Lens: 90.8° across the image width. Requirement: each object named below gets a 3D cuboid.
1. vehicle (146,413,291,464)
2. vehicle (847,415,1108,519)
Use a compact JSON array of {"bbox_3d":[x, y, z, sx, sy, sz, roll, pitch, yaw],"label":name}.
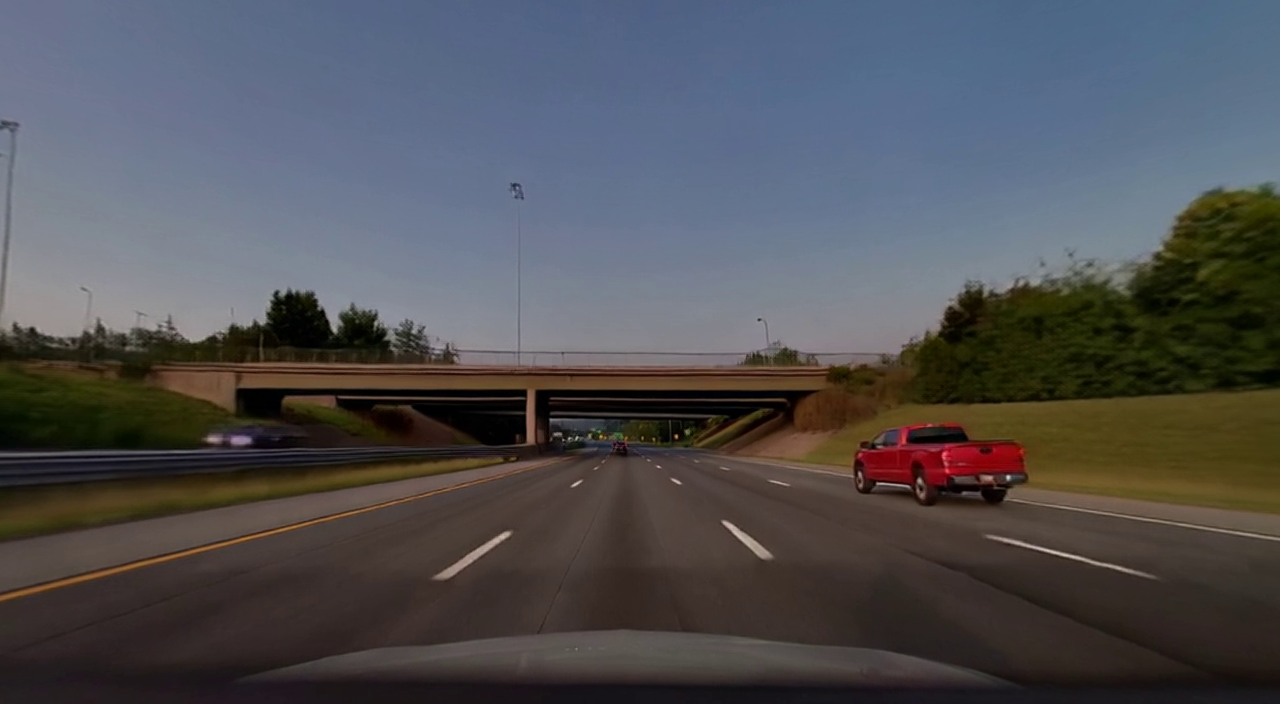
[{"bbox_3d":[-16.250,3.415,24.812,2.329,1.768,4.989,0,-8,-2],"label":"vehicle"},{"bbox_3d":[6.973,2.481,14.265,2.395,1.819,6.086,0,-9,-2],"label":"vehicle"}]
